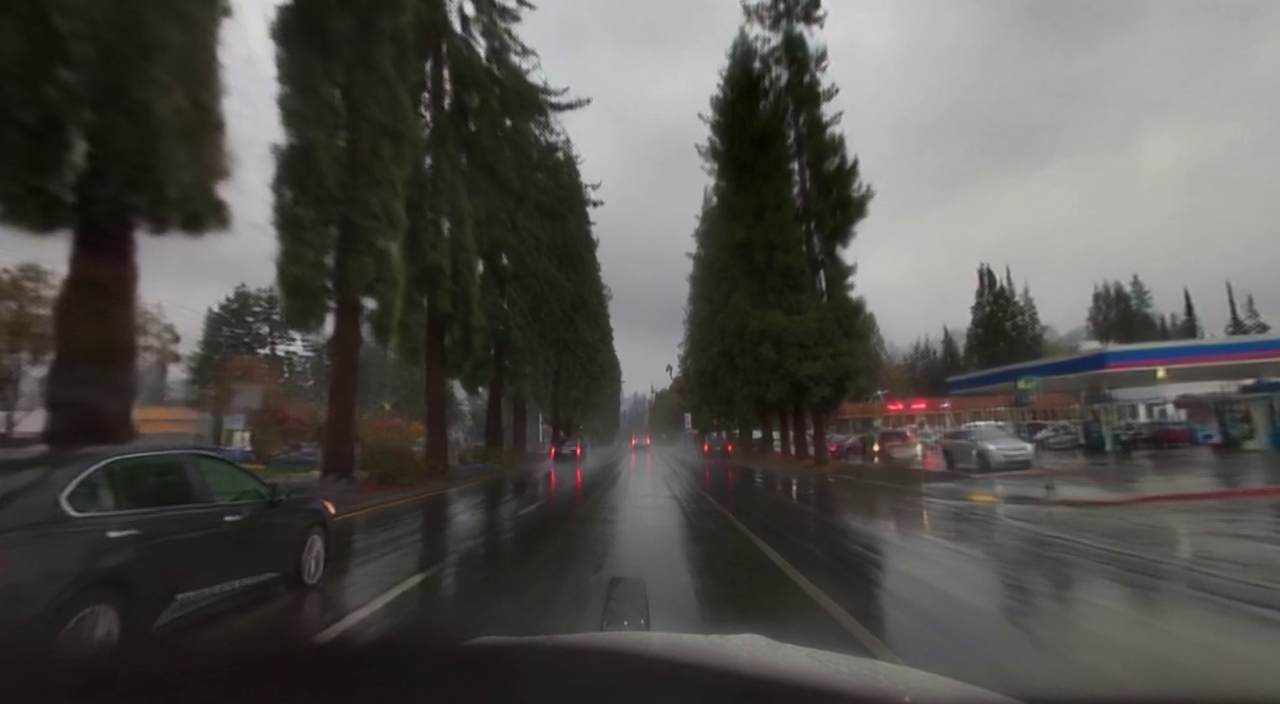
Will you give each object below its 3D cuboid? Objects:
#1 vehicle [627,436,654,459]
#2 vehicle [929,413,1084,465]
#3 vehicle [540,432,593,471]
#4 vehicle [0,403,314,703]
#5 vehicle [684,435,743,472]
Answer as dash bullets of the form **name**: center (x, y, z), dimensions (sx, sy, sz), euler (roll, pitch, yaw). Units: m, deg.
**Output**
- **vehicle**: center (0.049, 7.147, 47.322), dimensions (1.922, 1.579, 3.642), euler (-1, -8, 0)
- **vehicle**: center (13.957, 3.391, 24.372), dimensions (2.097, 1.779, 4.720), euler (3, -9, -23)
- **vehicle**: center (-3.613, 4.959, 31.634), dimensions (2.051, 1.747, 4.370), euler (-1, -8, 1)
- **vehicle**: center (-4.080, 1.068, 3.290), dimensions (1.988, 1.530, 5.155), euler (-1, -8, 0)
- **vehicle**: center (3.203, 4.560, 28.440), dimensions (2.010, 1.486, 4.498), euler (-1, -8, -1)
